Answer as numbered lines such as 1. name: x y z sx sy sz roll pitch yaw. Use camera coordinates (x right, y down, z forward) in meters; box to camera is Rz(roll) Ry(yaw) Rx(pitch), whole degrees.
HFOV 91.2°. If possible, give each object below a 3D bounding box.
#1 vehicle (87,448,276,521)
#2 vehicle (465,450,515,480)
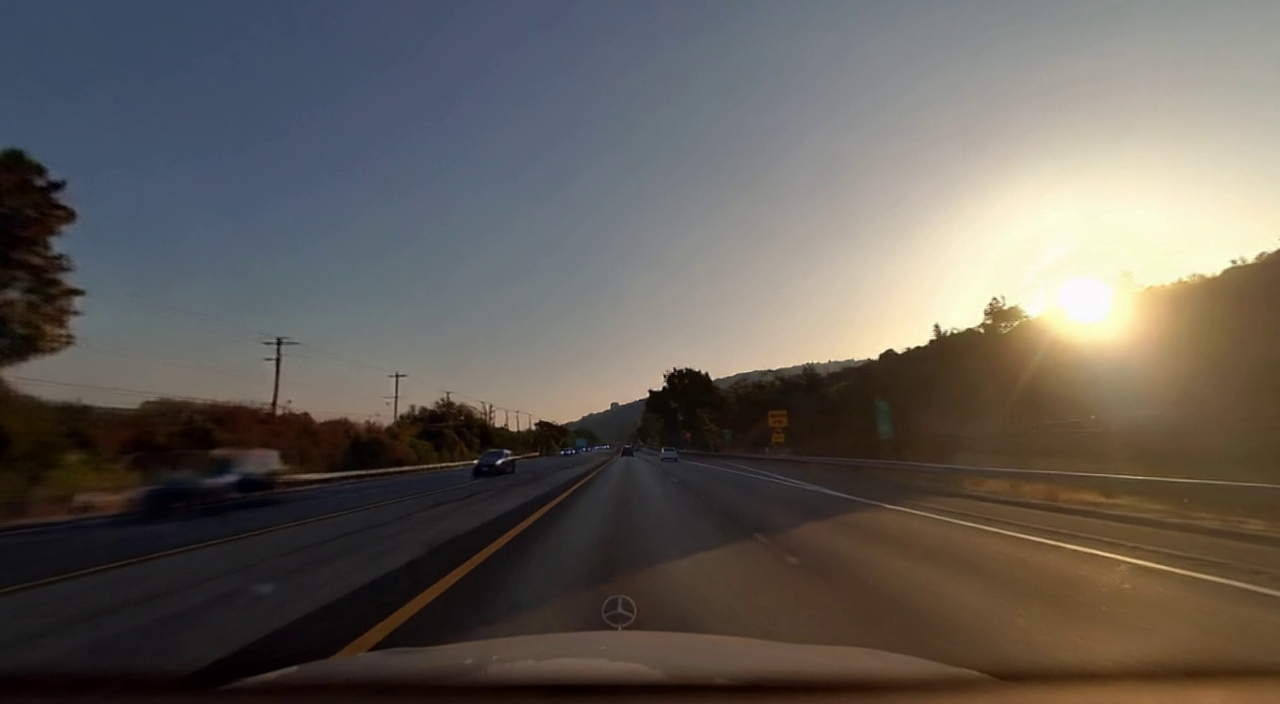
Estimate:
1. vehicle: -13.180 3.777 18.522 2.110 1.813 4.799 0 -9 -3
2. vehicle: -8.656 6.528 36.511 1.961 1.587 4.391 0 -9 -2
